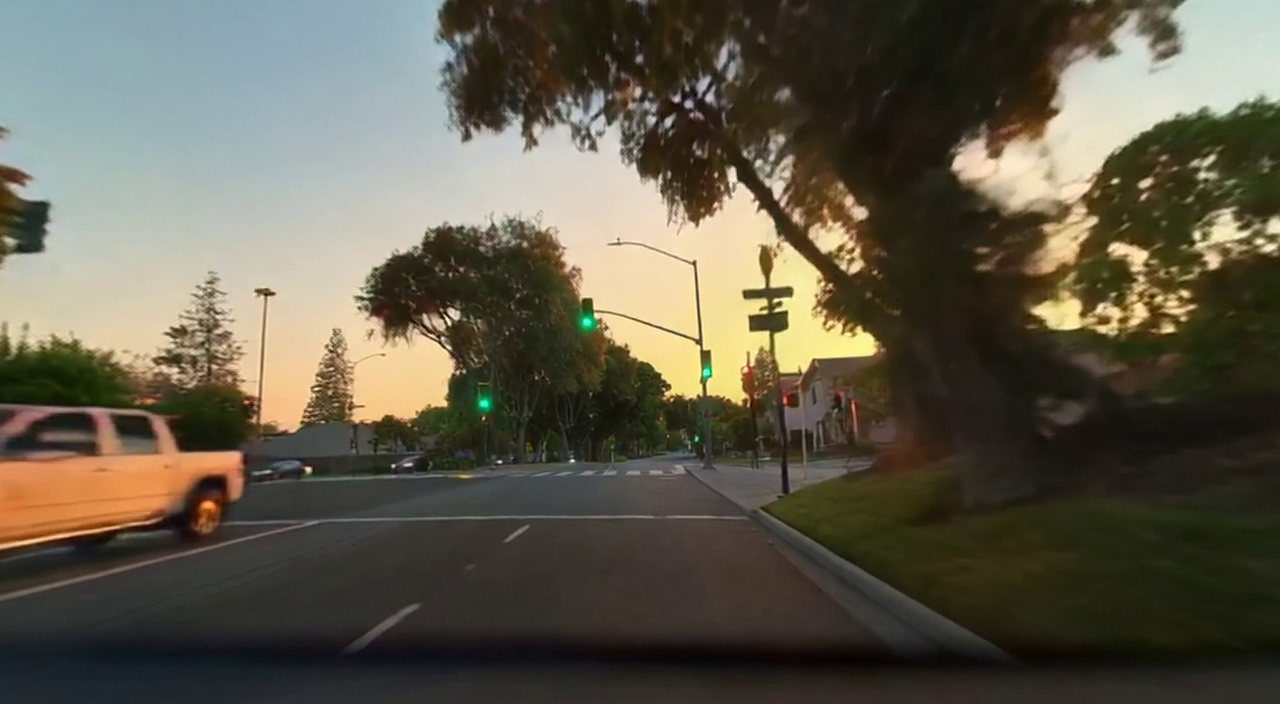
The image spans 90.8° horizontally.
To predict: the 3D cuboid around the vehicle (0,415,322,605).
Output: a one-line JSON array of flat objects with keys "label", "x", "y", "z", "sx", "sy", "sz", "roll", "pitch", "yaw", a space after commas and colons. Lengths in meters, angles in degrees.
[{"label": "vehicle", "x": -7.092, "y": 1.870, "z": 8.355, "sx": 2.308, "sy": 1.755, "sz": 6.571, "roll": -2, "pitch": -8, "yaw": 1}]
